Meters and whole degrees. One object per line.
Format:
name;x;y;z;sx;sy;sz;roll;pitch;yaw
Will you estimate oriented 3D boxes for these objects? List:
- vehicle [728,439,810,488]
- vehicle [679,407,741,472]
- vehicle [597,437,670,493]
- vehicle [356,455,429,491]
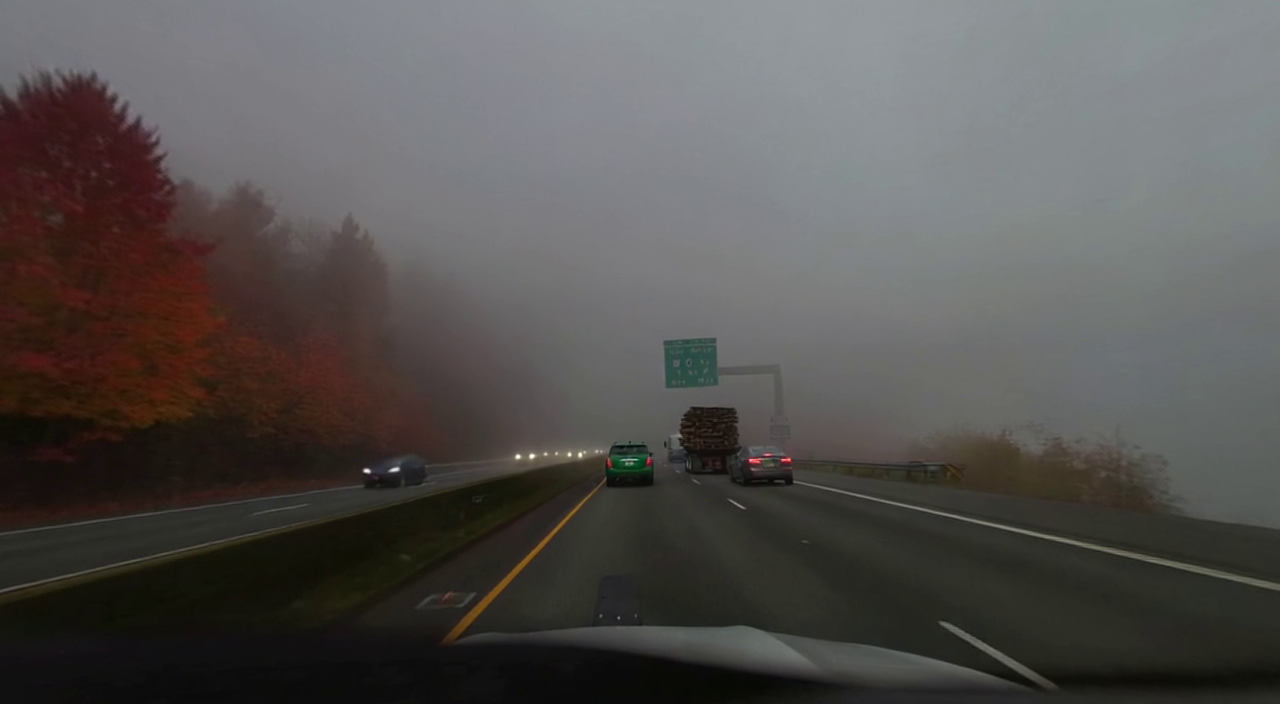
vehicle;4.802;4.218;24.062;2.057;1.660;4.525;0;-9;-2
vehicle;4.569;6.017;42.800;3.125;3.895;8.461;0;-9;-1
vehicle;-0.232;3.835;21.533;2.263;1.699;3.936;0;-9;-1
vehicle;-12.769;6.245;32.691;1.987;1.612;4.522;0;-9;0
